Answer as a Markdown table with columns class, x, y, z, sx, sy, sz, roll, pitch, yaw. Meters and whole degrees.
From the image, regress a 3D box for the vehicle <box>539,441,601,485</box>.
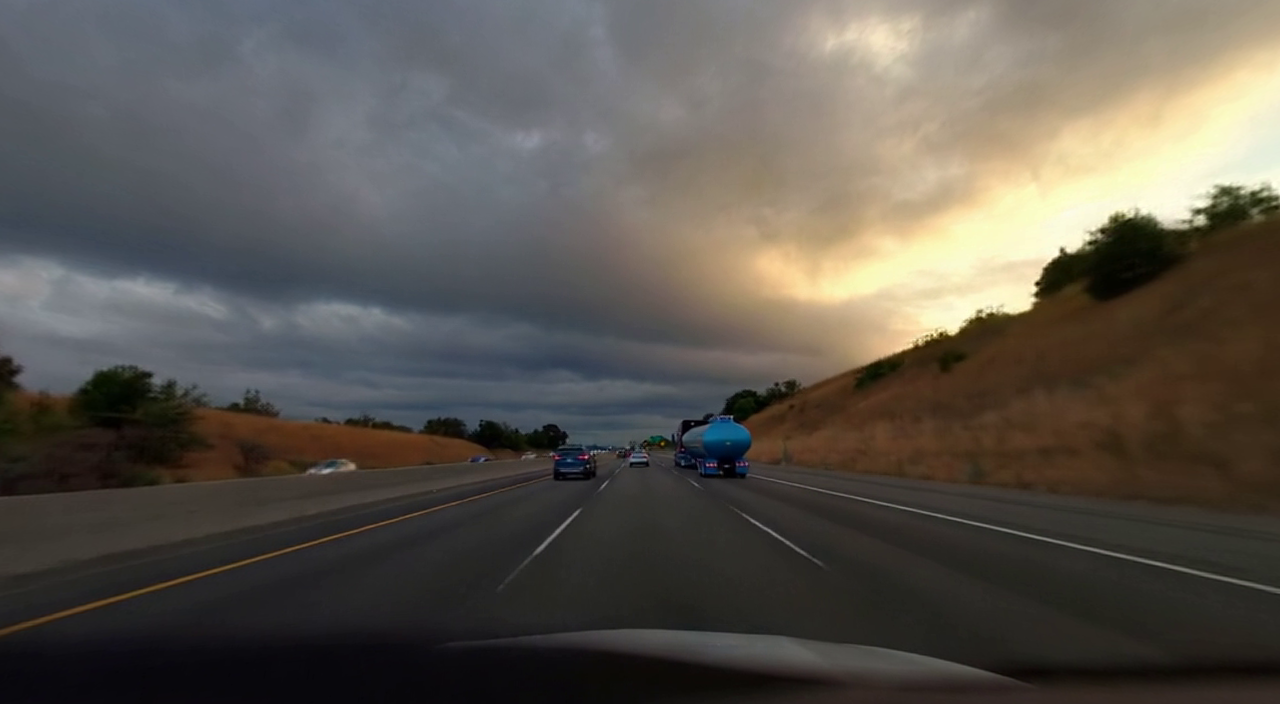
| class | x | y | z | sx | sy | sz | roll | pitch | yaw |
| --- | --- | --- | --- | --- | --- | --- | --- | --- | --- |
| vehicle | -3.058 | 4.966 | 28.590 | 2.258 | 1.805 | 4.665 | -1 | -9 | 1 |

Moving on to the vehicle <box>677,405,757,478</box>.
| class | x | y | z | sx | sy | sz | roll | pitch | yaw |
| --- | --- | --- | --- | --- | --- | --- | --- | --- | --- |
| vehicle | 4.237 | 5.507 | 38.445 | 2.889 | 3.606 | 13.832 | 0 | -9 | -1 |
